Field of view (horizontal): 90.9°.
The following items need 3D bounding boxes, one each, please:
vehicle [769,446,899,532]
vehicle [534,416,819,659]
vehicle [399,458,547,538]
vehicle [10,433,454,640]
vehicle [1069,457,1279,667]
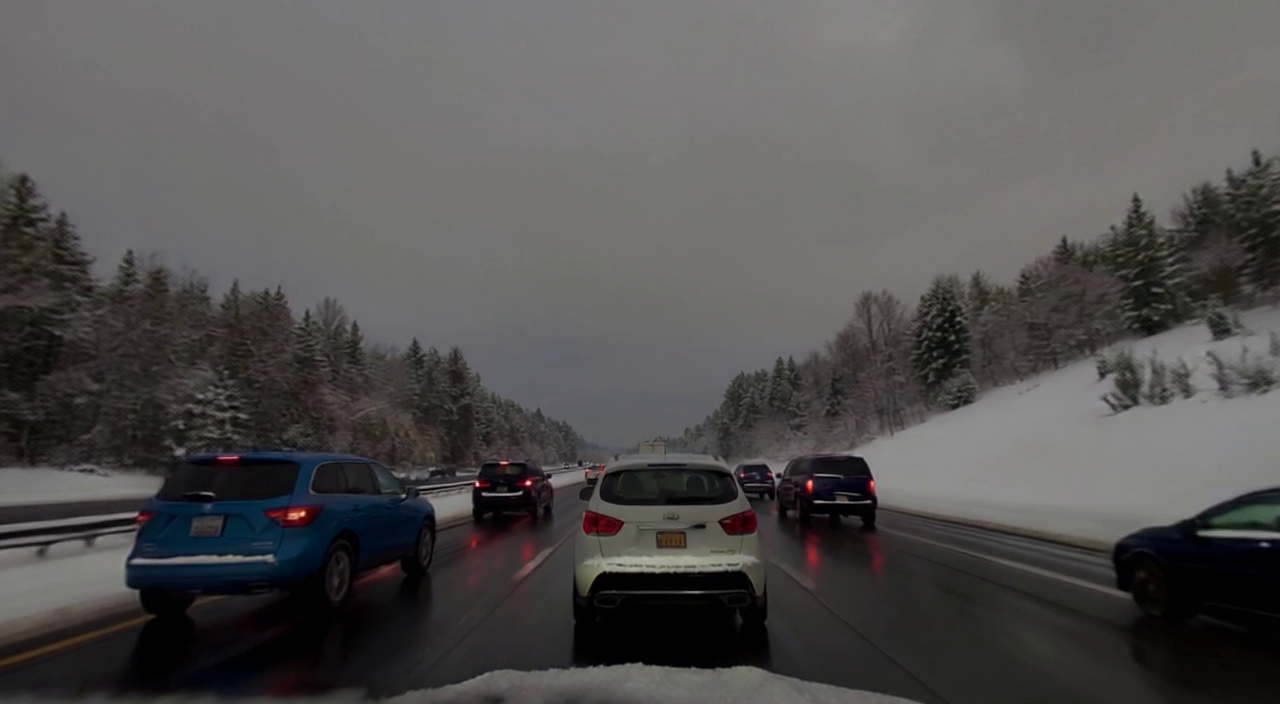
[{"bbox_3d":[4.773,3.461,16.268,1.984,1.876,4.287,1,-11,0],"label":"vehicle"},{"bbox_3d":[0.284,1.735,6.746,2.057,1.725,4.126,1,-11,0],"label":"vehicle"},{"bbox_3d":[-3.556,3.236,14.447,1.960,1.502,4.593,0,-11,2],"label":"vehicle"},{"bbox_3d":[-3.803,1.822,7.073,1.994,1.556,4.263,0,-11,2],"label":"vehicle"},{"bbox_3d":[5.421,1.453,4.281,1.919,1.437,4.436,1,-11,1],"label":"vehicle"}]
